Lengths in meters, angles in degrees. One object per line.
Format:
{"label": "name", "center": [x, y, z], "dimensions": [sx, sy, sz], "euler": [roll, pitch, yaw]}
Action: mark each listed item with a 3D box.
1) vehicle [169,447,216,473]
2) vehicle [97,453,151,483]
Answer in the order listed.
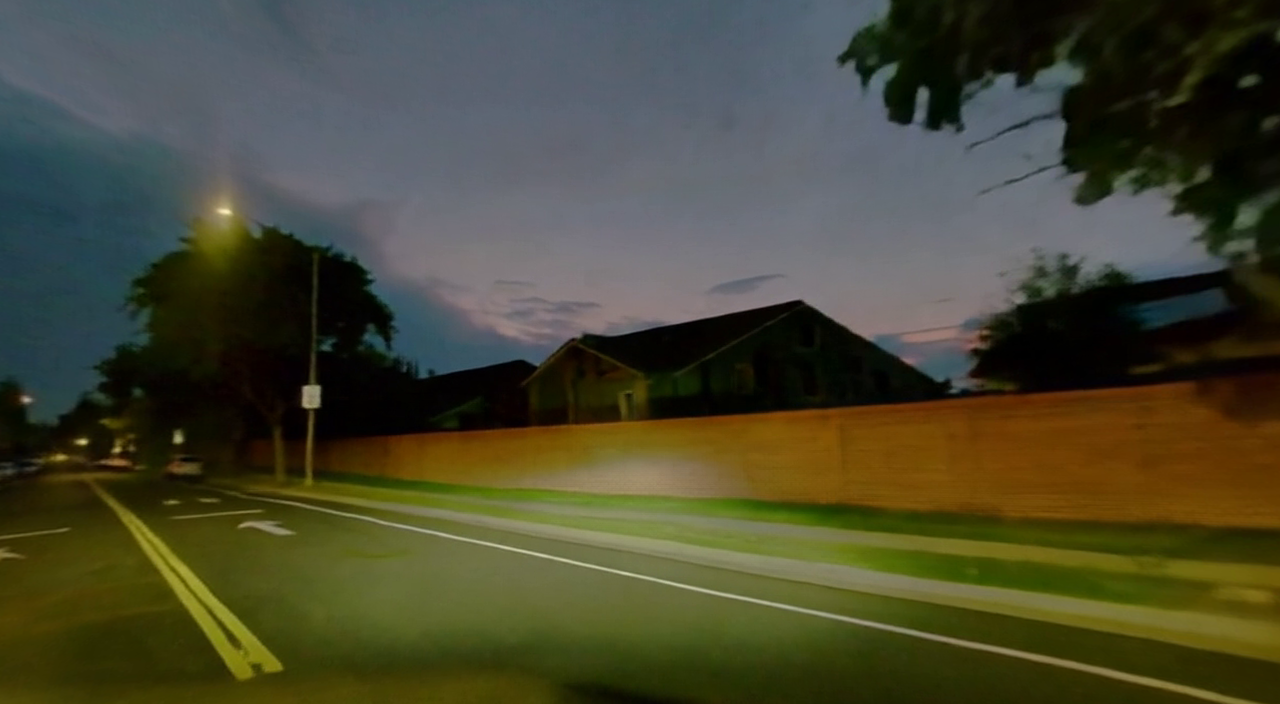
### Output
{"label": "vehicle", "center": [-33.198, 7.985, 46.813], "dimensions": [4.574, 1.752, 1.937], "euler": [-8, -11, 43]}
{"label": "vehicle", "center": [-28.847, 6.436, 35.271], "dimensions": [2.067, 1.476, 4.256], "euler": [6, -10, -41]}
